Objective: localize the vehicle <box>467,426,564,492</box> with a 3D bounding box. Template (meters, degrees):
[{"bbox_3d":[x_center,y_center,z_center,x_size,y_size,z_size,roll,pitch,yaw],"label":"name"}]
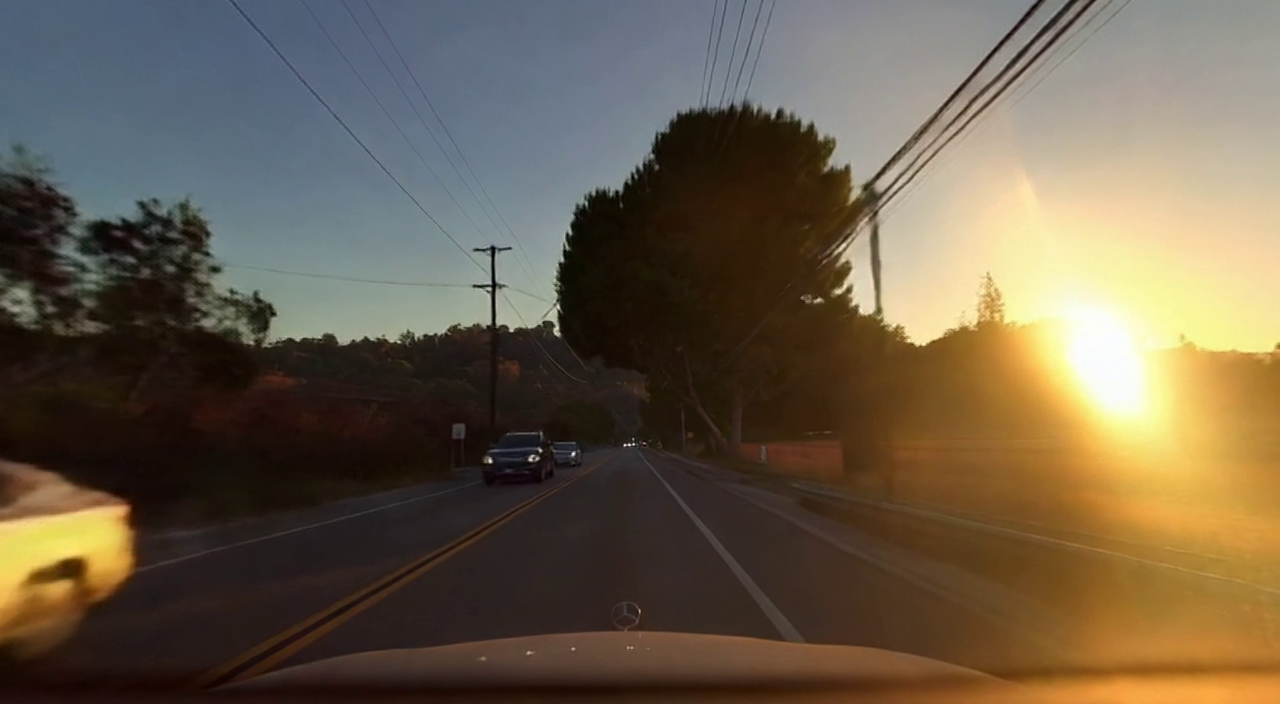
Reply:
[{"bbox_3d":[-4.787,4.207,25.405,2.762,2.167,6.359,-2,-8,-2],"label":"vehicle"}]
